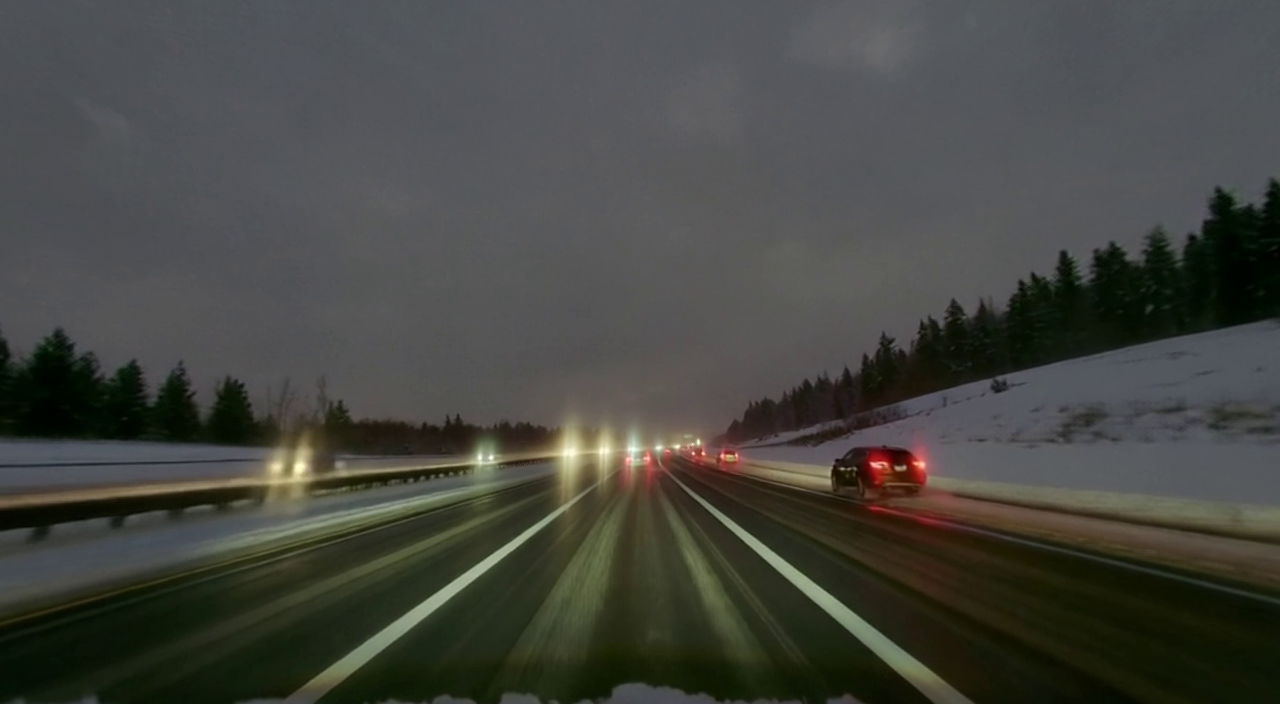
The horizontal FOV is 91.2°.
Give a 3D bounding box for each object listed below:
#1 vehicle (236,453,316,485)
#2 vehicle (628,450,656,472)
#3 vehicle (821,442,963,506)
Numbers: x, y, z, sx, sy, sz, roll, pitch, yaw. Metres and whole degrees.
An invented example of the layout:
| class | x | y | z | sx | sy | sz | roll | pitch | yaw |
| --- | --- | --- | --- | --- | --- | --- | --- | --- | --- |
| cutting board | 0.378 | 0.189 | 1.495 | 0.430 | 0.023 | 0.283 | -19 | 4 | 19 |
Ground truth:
| class | x | y | z | sx | sy | sz | roll | pitch | yaw |
| --- | --- | --- | --- | --- | --- | --- | --- | --- | --- |
| vehicle | -19.067 | 6.113 | 33.015 | 1.785 | 1.507 | 3.920 | 0 | -9 | 1 |
| vehicle | 0.179 | 7.989 | 46.273 | 2.025 | 1.526 | 4.181 | 0 | -9 | 1 |
| vehicle | 6.812 | 3.341 | 17.603 | 2.008 | 1.533 | 4.592 | 0 | -9 | -1 |
